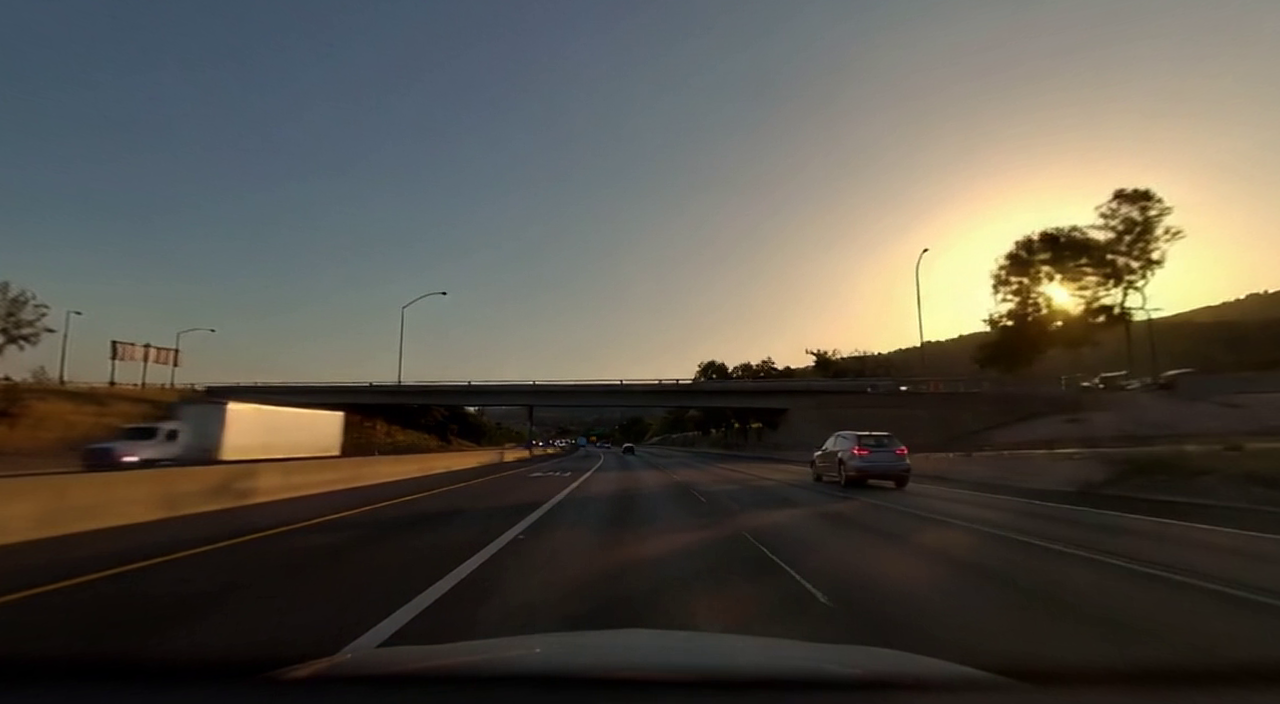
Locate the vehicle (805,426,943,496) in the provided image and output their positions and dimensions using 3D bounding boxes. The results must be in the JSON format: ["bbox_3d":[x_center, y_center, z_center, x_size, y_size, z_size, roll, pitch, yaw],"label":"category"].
[{"bbox_3d":[6.448,3.061,18.117,2.104,1.723,4.538,0,-8,-2],"label":"vehicle"}]

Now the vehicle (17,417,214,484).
[{"bbox_3d":[-18.566,3.547,22.901,2.304,2.114,5.659,0,-8,-1],"label":"vehicle"}]
